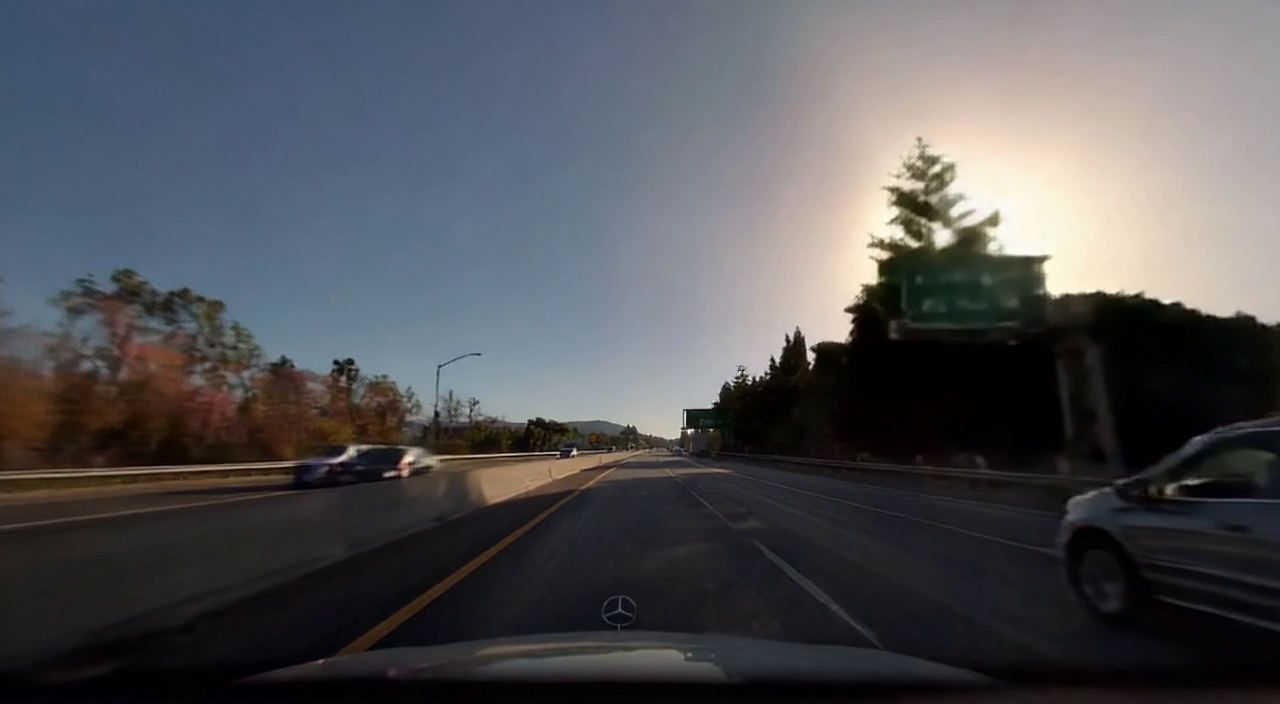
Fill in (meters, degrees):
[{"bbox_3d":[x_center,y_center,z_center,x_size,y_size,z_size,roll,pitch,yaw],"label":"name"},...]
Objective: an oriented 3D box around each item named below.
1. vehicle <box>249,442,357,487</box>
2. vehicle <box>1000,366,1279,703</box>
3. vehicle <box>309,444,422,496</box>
[{"bbox_3d":[-13.385,4.474,25.223,1.961,1.654,4.197,0,-9,0],"label":"vehicle"},{"bbox_3d":[4.101,0.877,2.831,2.089,1.660,4.729,0,-9,0],"label":"vehicle"},{"bbox_3d":[-9.010,3.881,20.986,1.910,1.543,4.064,-1,-9,1],"label":"vehicle"}]
